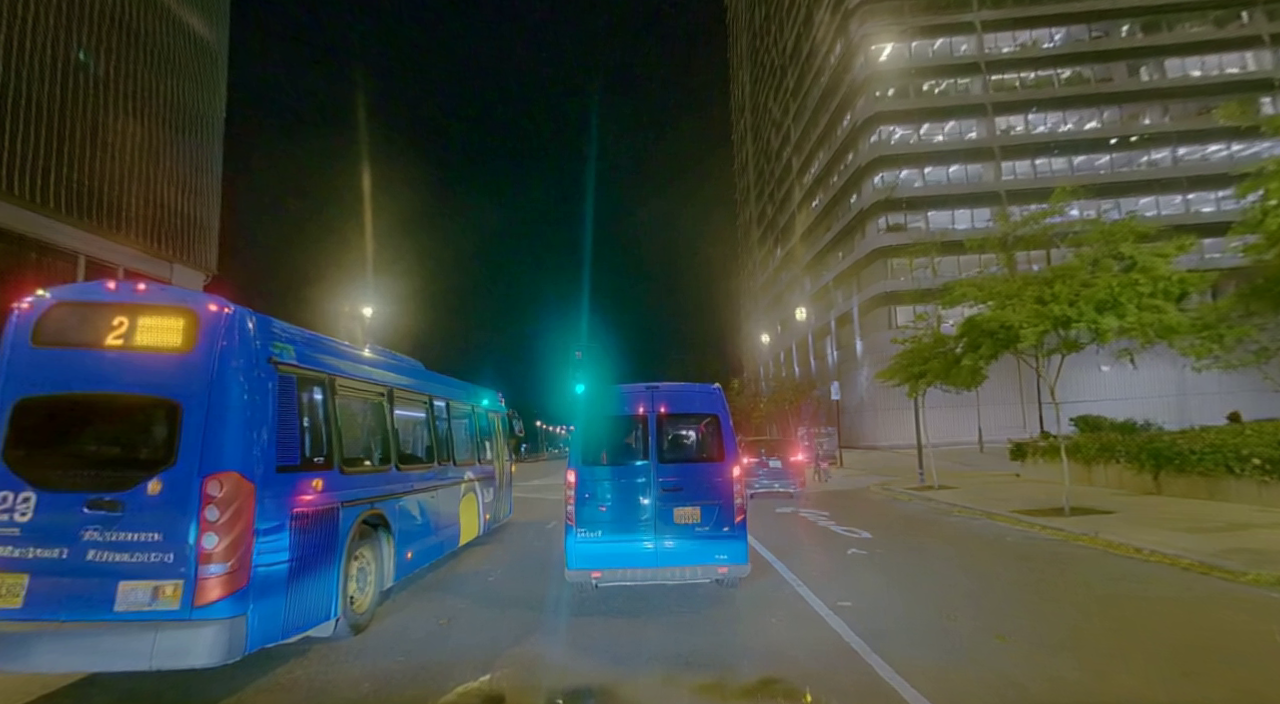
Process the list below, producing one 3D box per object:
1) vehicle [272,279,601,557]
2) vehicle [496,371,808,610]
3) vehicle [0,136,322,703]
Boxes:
[{"bbox_3d":[-2.901,1.791,14.625,3.042,3.445,13.615,0,-9,0],"label":"vehicle"},{"bbox_3d":[0.123,1.437,7.294,2.500,1.912,4.270,0,-9,1],"label":"vehicle"},{"bbox_3d":[-2.752,0.316,0.191,2.329,2.089,5.659,0,-9,0],"label":"vehicle"}]
